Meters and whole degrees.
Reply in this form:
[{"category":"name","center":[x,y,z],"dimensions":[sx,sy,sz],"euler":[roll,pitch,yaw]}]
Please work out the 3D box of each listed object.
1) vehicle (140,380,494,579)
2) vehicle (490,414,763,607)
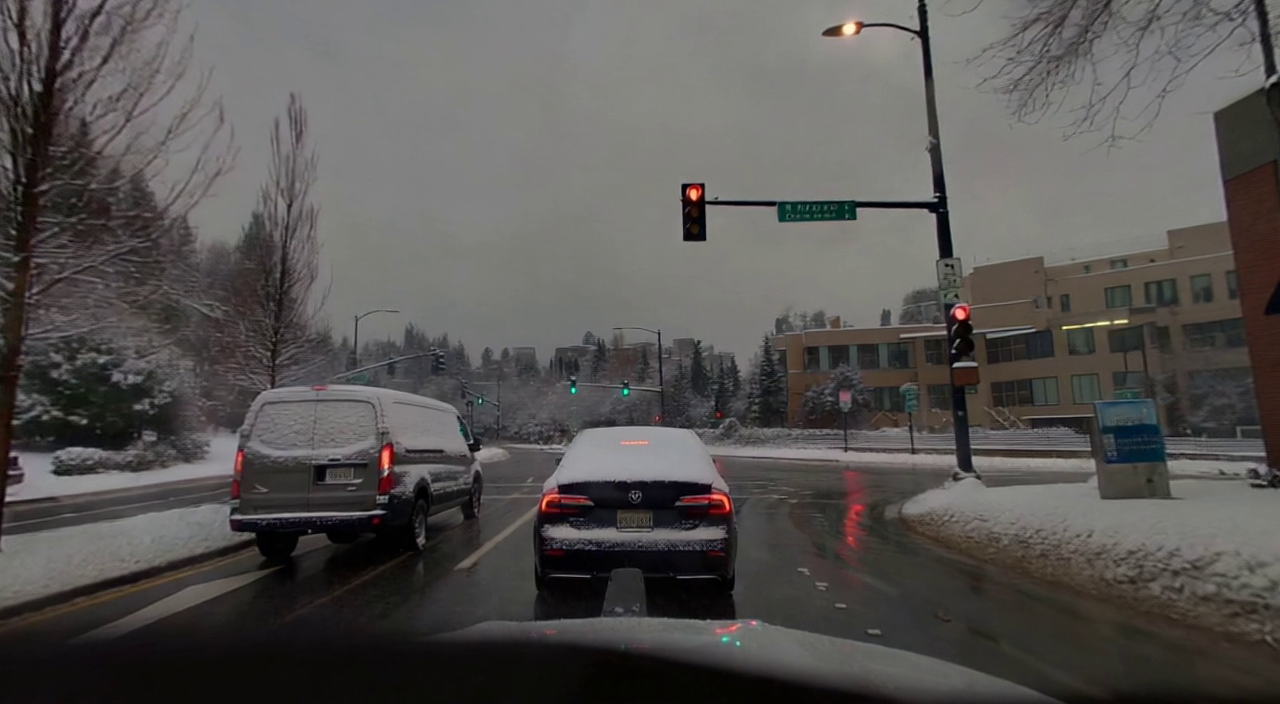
[{"category":"vehicle","center":[-3.577,1.511,8.415],"dimensions":[2.076,1.820,5.100],"euler":[0,-8,-1]},{"category":"vehicle","center":[-0.113,1.466,6.792],"dimensions":[2.064,1.452,3.942],"euler":[0,-8,0]}]
